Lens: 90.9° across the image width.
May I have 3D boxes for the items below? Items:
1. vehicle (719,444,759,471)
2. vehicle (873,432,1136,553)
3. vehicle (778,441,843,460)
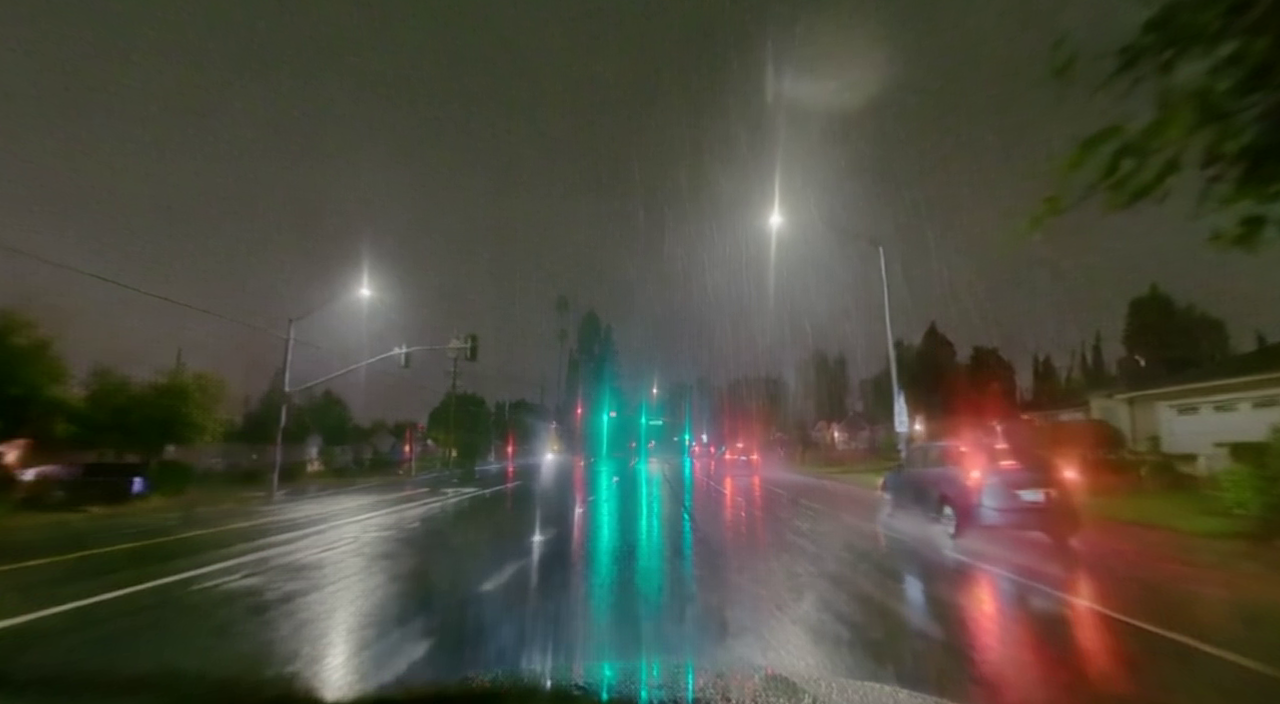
[{"bbox_3d":[6.056,6.512,39.092,1.855,1.520,4.808,0,-9,2],"label":"vehicle"},{"bbox_3d":[5.557,2.164,10.396,1.950,1.567,4.083,0,-9,1],"label":"vehicle"},{"bbox_3d":[13.236,7.644,49.059,4.461,1.461,1.805,0,-9,0],"label":"vehicle"}]
